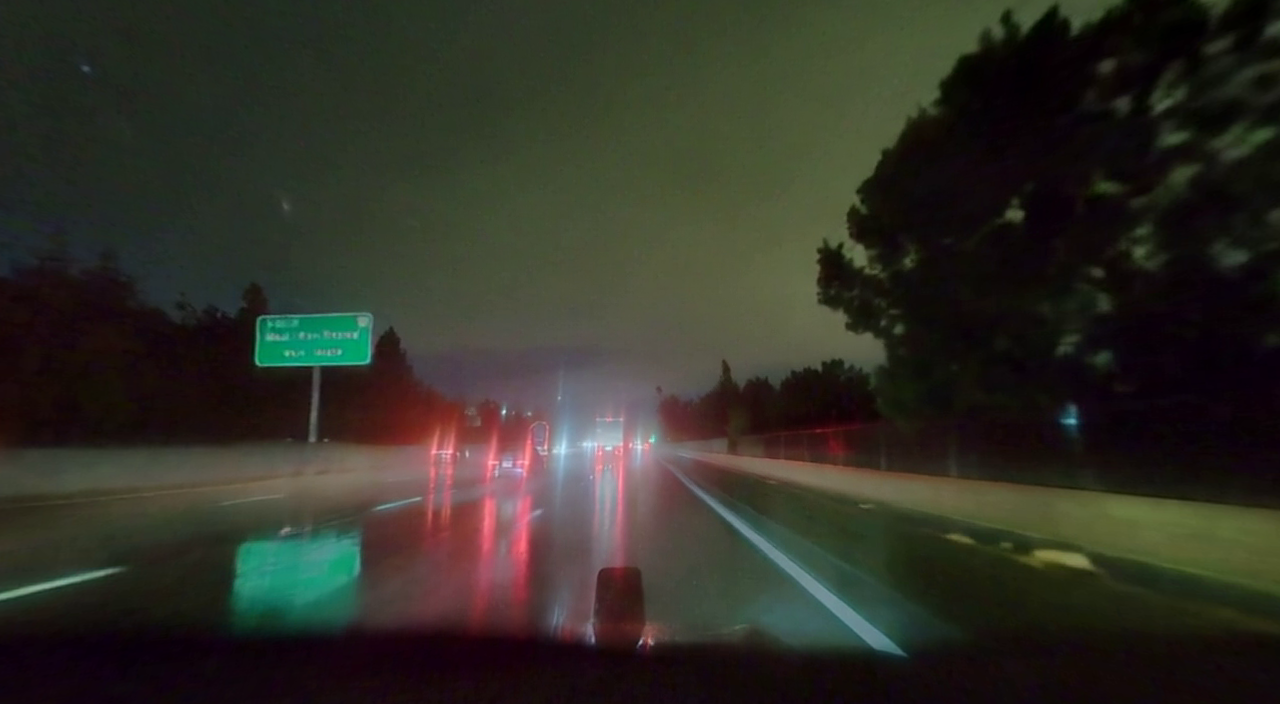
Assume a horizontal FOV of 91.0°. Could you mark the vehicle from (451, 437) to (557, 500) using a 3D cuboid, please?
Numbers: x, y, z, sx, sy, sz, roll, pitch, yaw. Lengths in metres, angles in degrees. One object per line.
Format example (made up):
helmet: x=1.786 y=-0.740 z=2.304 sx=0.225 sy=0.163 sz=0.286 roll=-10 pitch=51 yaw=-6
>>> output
vehicle: x=-3.680 y=3.221 z=17.856 sx=1.931 sy=1.528 sz=4.126 roll=0 pitch=-8 yaw=2

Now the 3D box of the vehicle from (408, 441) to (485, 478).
vehicle: x=-8.671 y=4.831 z=28.623 sx=2.036 sy=1.506 sz=4.358 roll=0 pitch=-9 yaw=1
